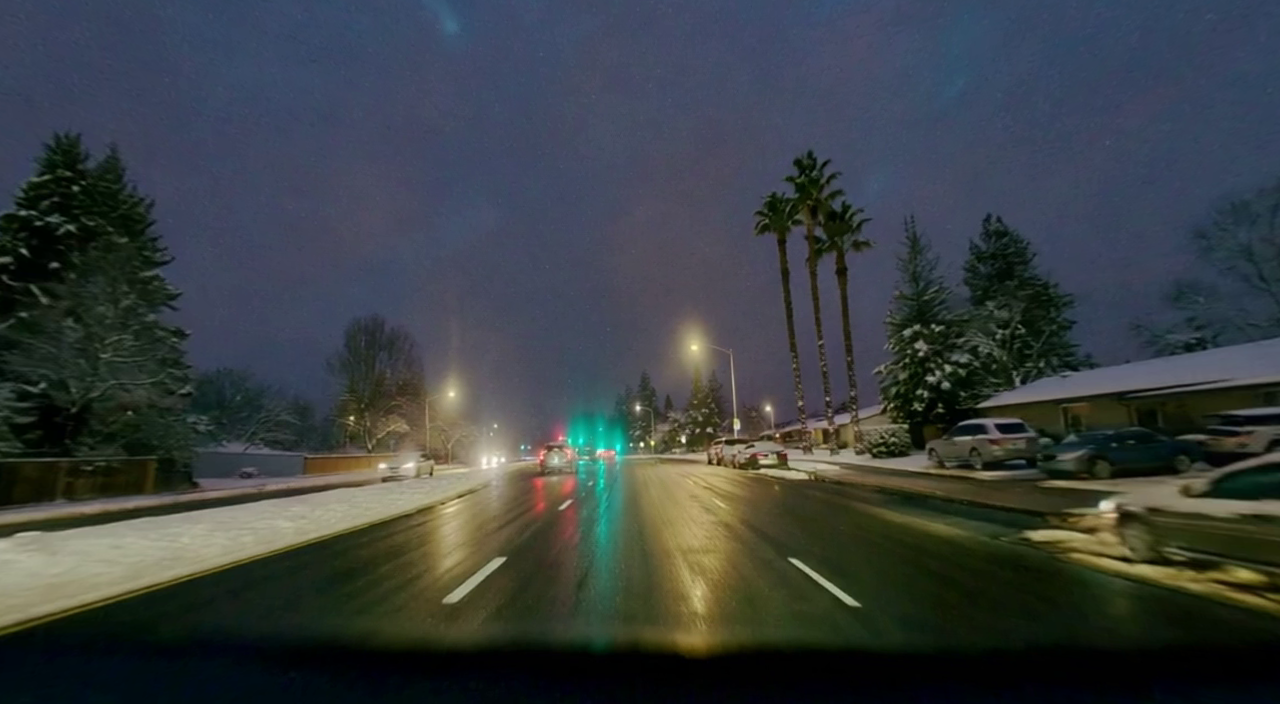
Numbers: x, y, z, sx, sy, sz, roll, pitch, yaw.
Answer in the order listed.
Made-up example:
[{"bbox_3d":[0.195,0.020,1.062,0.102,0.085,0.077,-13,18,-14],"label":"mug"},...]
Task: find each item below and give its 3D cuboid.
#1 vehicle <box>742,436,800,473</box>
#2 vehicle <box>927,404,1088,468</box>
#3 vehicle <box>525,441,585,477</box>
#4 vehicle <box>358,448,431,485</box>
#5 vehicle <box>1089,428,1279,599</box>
[{"bbox_3d":[6.492,5.116,31.817,1.962,1.725,4.257,0,-8,0],"label":"vehicle"},{"bbox_3d":[13.132,3.110,23.188,2.370,1.936,5.507,-3,-8,-2],"label":"vehicle"},{"bbox_3d":[-3.740,4.821,28.692,2.108,1.475,4.555,0,-8,0],"label":"vehicle"},{"bbox_3d":[-12.066,5.622,31.355,2.152,1.509,3.954,-4,-8,-2],"label":"vehicle"},{"bbox_3d":[6.562,1.387,5.368,2.008,1.467,4.721,0,-8,0],"label":"vehicle"}]
